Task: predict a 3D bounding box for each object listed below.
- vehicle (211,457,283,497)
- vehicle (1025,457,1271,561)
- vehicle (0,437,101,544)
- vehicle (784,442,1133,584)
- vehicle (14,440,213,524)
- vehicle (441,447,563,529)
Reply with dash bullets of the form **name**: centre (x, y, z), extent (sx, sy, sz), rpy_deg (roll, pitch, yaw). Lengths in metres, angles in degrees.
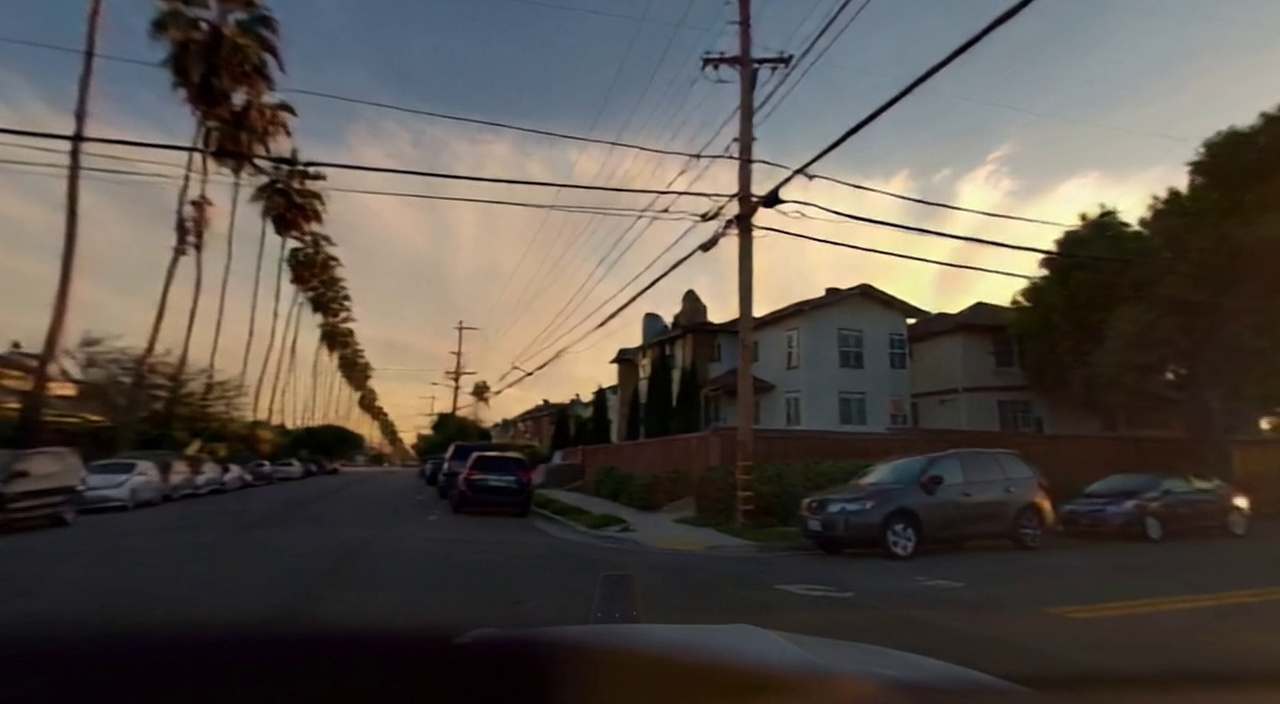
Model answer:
- **vehicle**: centre (-20.424, 6.456, 33.087), extent (2.178, 1.865, 4.658), rpy_deg (3, -9, -20)
- **vehicle**: centre (11.148, 3.310, 13.936), extent (4.436, 1.756, 2.150), rpy_deg (2, -8, -21)
- **vehicle**: centre (-12.106, 2.441, 11.481), extent (2.198, 1.724, 4.493), rpy_deg (4, -10, -24)
- **vehicle**: centre (5.958, 2.768, 11.834), extent (5.971, 1.967, 2.385), rpy_deg (2, -9, -23)
- **vehicle**: centre (-14.482, 3.535, 18.009), extent (2.301, 1.939, 6.143), rpy_deg (3, -9, -20)
- **vehicle**: centre (-4.128, 3.673, 17.985), extent (2.505, 1.895, 5.805), rpy_deg (3, -9, -20)
